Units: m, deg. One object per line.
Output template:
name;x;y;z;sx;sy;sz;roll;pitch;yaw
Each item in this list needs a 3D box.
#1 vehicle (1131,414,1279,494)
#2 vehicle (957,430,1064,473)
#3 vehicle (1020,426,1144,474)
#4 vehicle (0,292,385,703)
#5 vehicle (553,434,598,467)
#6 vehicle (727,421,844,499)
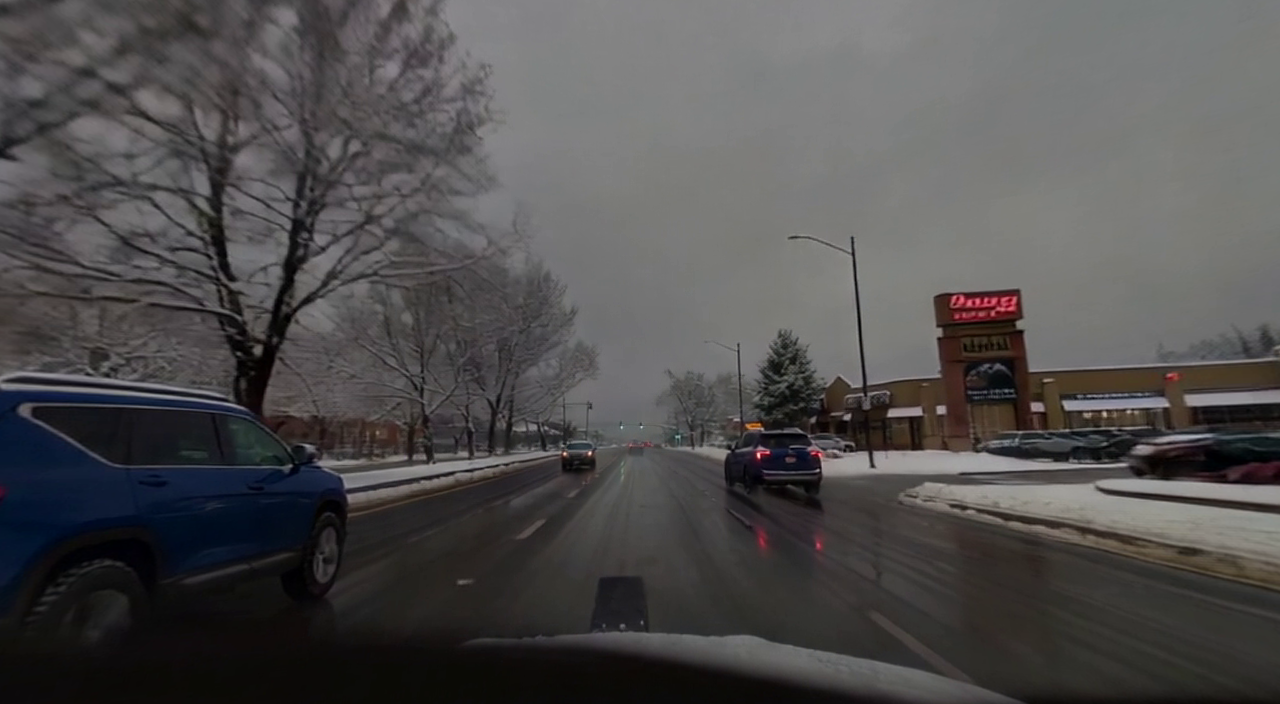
vehicle;13.486;2.143;13.431;4.393;1.557;1.936;0;-8;-2
vehicle;15.578;4.191;26.821;1.897;1.662;4.504;0;-8;2
vehicle;18.205;4.055;26.270;1.944;1.815;4.419;0;-8;1
vehicle;-3.866;0.938;4.250;2.210;1.925;4.838;0;-8;0
vehicle;-3.678;5.751;36.830;2.112;1.775;4.404;0;-8;1
vehicle;3.676;2.825;16.851;2.024;1.773;4.431;0;-8;0
